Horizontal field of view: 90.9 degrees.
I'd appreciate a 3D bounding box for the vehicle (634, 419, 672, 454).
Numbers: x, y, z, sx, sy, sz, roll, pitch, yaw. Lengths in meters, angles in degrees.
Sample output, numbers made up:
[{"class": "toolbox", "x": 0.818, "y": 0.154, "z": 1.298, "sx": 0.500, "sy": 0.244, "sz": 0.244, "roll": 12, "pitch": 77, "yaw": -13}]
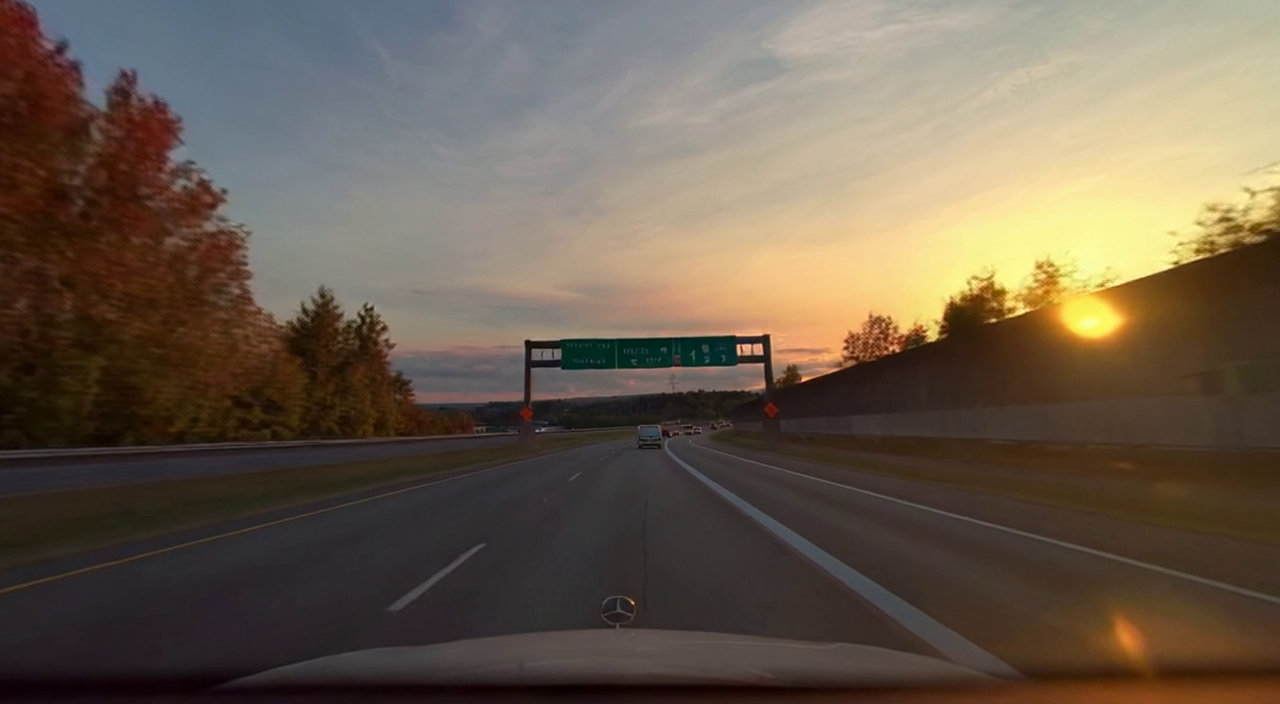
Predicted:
[{"class": "vehicle", "x": 0.908, "y": 5.892, "z": 43.991, "sx": 2.450, "sy": 2.314, "sz": 4.753, "roll": 0, "pitch": -8, "yaw": 1}]
